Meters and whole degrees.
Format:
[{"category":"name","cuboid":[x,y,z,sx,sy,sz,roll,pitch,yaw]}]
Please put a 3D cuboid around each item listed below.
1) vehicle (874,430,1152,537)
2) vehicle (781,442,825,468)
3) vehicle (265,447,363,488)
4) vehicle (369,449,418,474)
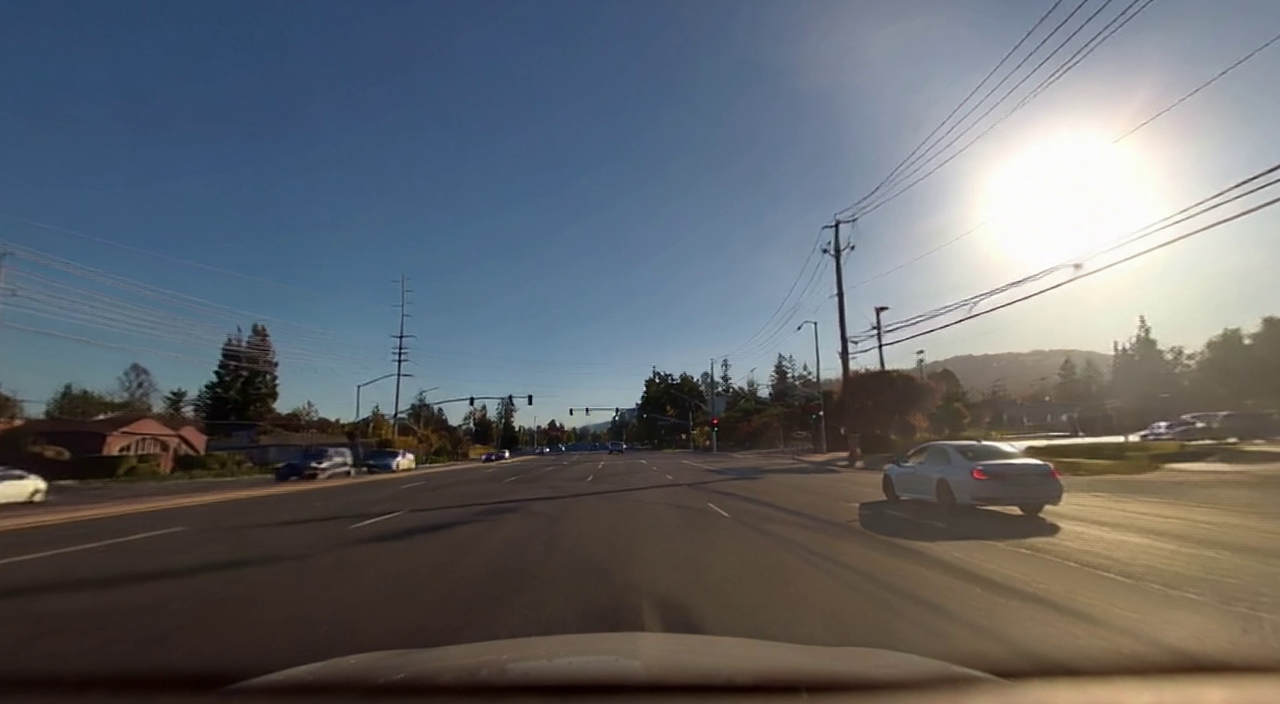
[{"category":"vehicle","cuboid":[6.276,2.246,11.513,2.113,1.520,4.650,0,-9,-2]},{"category":"vehicle","cuboid":[10.754,6.831,42.010,1.979,1.581,4.271,-1,-9,3]},{"category":"vehicle","cuboid":[-14.333,5.064,28.118,2.060,1.681,4.418,0,-9,-1]},{"category":"vehicle","cuboid":[-18.675,8.302,48.060,1.982,1.728,4.552,0,-9,-2]}]
